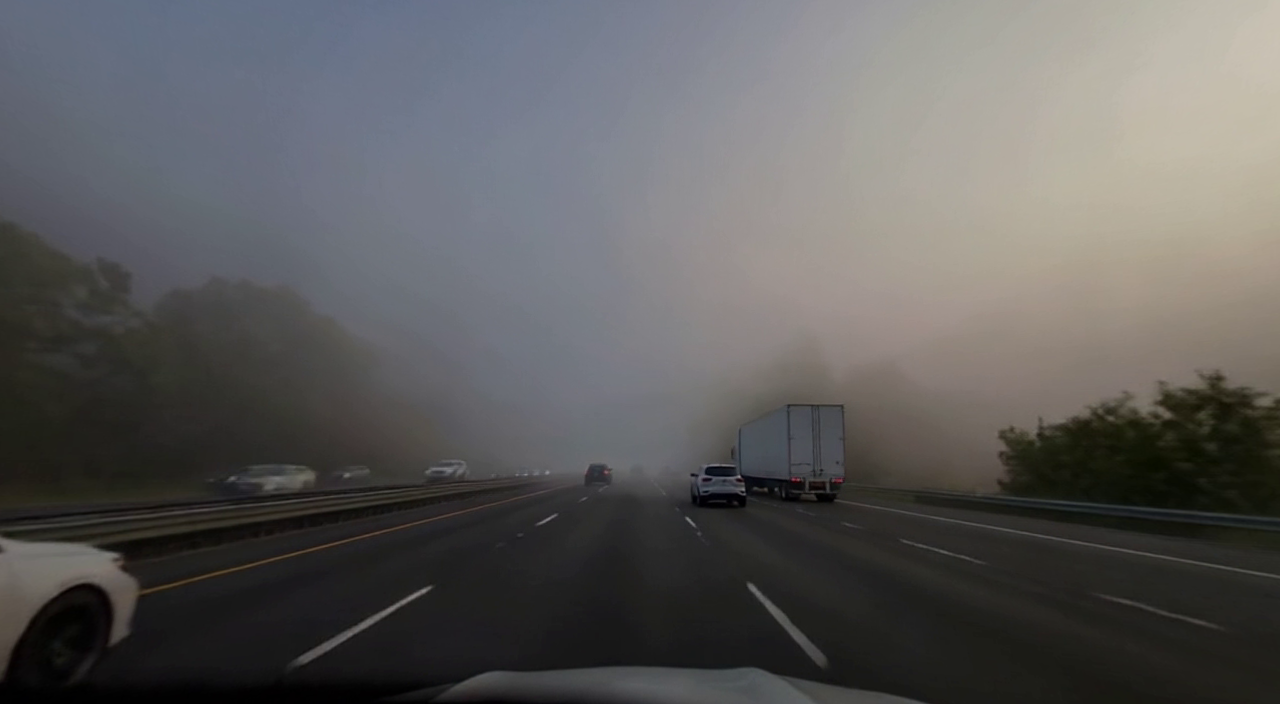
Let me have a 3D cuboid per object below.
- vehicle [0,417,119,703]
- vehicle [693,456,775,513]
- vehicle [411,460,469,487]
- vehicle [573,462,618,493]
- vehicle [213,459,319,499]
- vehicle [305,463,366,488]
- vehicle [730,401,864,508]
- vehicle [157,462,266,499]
[{"bbox_3d":[-3.836,0.691,0.925,2.065,1.485,4.682,1,-10,0],"label":"vehicle"},{"bbox_3d":[3.085,4.480,21.567,2.050,1.708,4.457,1,-10,-1],"label":"vehicle"},{"bbox_3d":[-11.978,7.322,37.981,1.906,1.467,4.763,1,-10,0],"label":"vehicle"},{"bbox_3d":[-2.354,6.819,34.274,2.025,1.547,4.150,1,-10,1],"label":"vehicle"},{"bbox_3d":[-15.219,5.178,25.868,1.792,1.463,4.065,1,-10,0],"label":"vehicle"},{"bbox_3d":[-21.678,8.791,44.924,1.882,1.660,4.590,1,-10,1],"label":"vehicle"},{"bbox_3d":[7.424,5.566,33.470,2.883,4.151,17.144,1,-10,0],"label":"vehicle"},{"bbox_3d":[-19.142,5.744,28.331,1.781,1.467,4.335,1,-10,1],"label":"vehicle"}]
